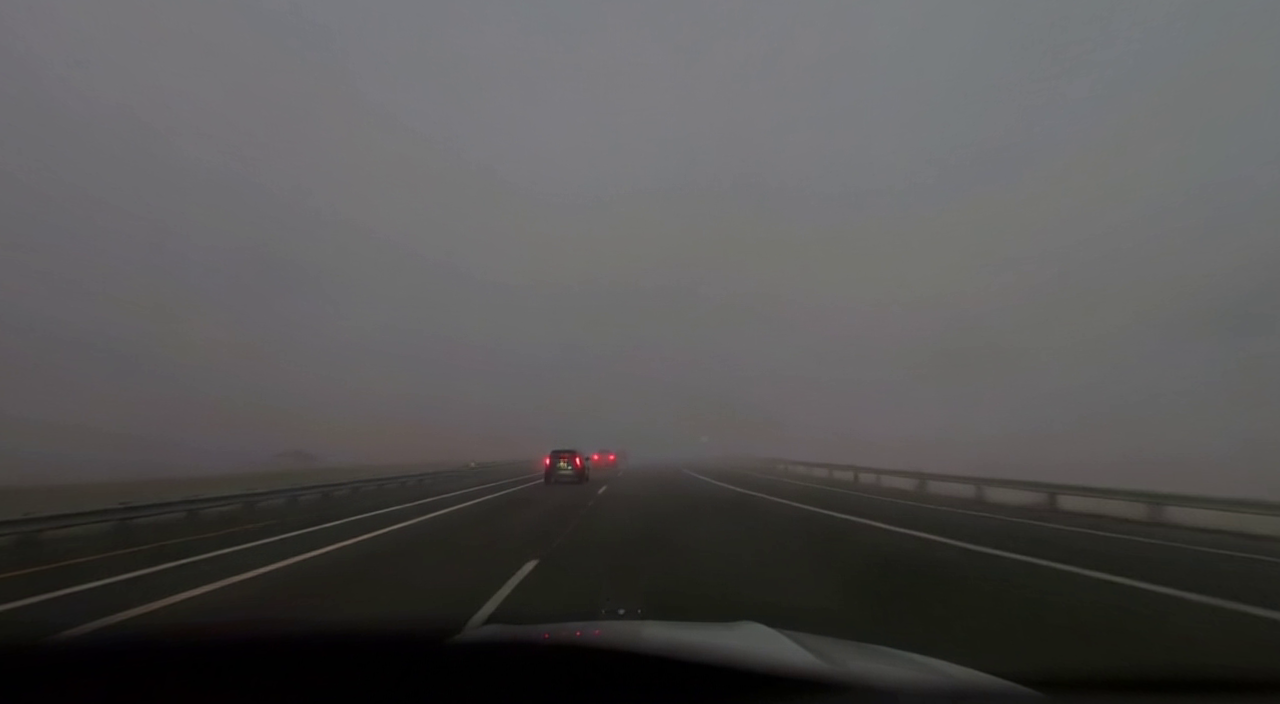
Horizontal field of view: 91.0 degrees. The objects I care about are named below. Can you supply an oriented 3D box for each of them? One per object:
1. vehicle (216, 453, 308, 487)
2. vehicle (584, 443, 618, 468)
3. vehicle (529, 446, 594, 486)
[{"bbox_3d":[-19.620,6.111,32.945,1.916,1.621,4.452,0,-9,1],"label":"vehicle"},{"bbox_3d":[-2.977,8.053,49.044,2.177,1.852,4.427,-1,-9,2],"label":"vehicle"},{"bbox_3d":[-3.203,4.797,26.763,2.044,1.527,4.607,0,-9,2],"label":"vehicle"}]
